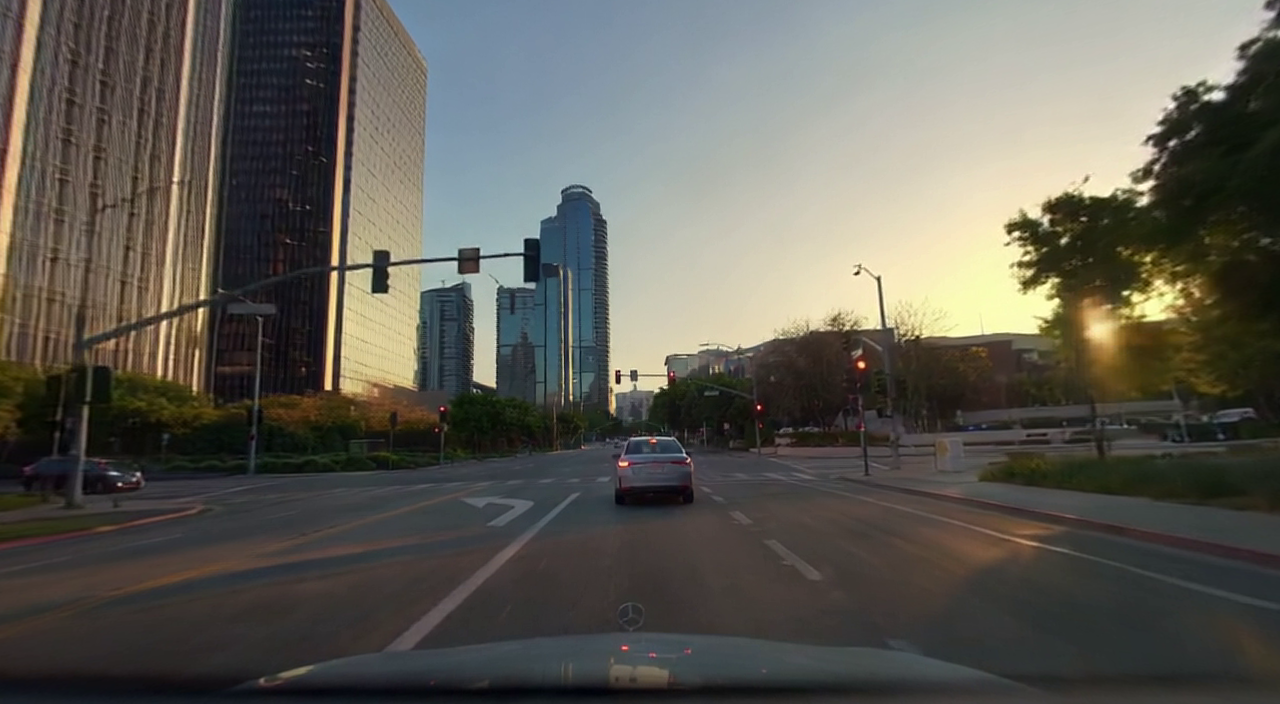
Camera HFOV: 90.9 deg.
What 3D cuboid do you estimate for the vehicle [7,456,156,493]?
[{"bbox_3d":[-23.833,5.213,27.009,4.494,1.475,1.893,0,-8,-1],"label":"vehicle"}]

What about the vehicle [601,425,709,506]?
[{"bbox_3d":[0.305,2.611,14.906,2.184,1.640,4.086,0,-8,0],"label":"vehicle"}]
